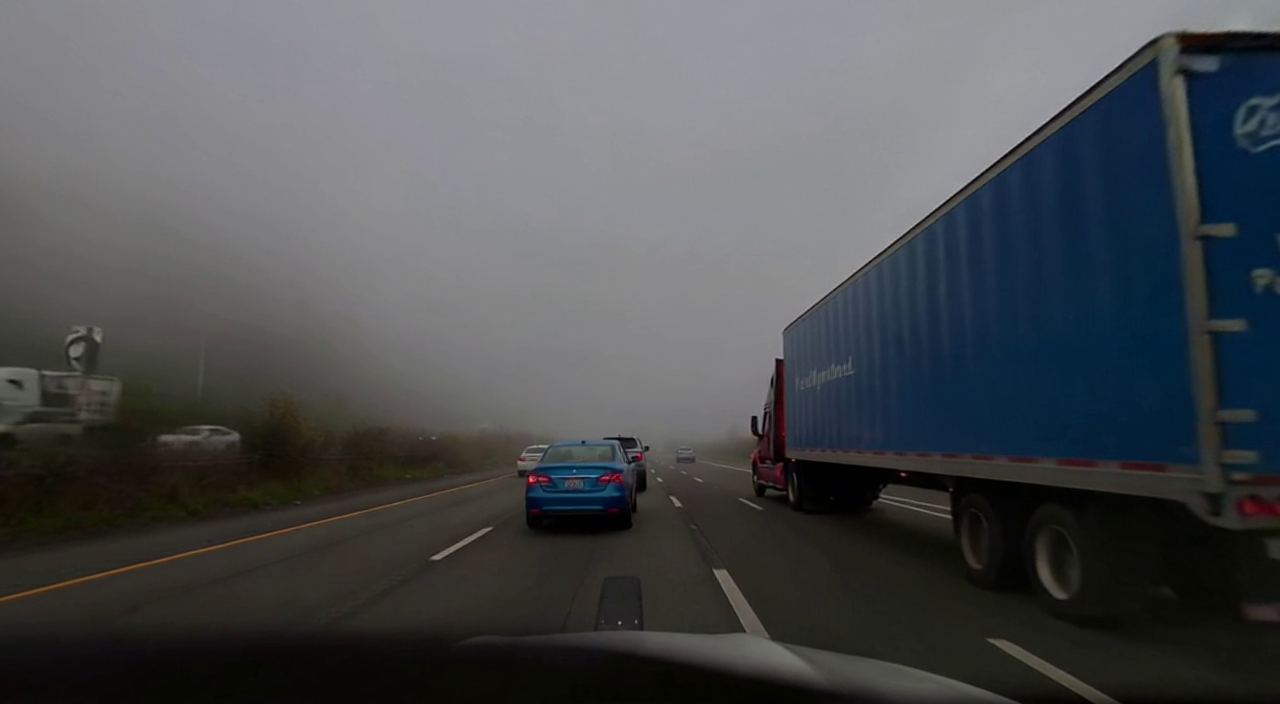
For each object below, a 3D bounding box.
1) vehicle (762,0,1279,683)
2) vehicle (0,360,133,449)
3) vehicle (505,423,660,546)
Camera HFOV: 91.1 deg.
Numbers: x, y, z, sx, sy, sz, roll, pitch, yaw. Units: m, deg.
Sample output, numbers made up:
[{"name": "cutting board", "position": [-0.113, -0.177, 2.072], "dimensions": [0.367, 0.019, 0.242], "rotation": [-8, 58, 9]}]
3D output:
[{"name": "vehicle", "position": [4.884, 0.845, 10.471], "dimensions": [2.825, 4.043, 14.051], "rotation": [0, -9, 0]}, {"name": "vehicle", "position": [-25.969, 2.353, 26.211], "dimensions": [2.720, 3.331, 8.732], "rotation": [0, -9, -4]}, {"name": "vehicle", "position": [-0.743, 2.035, 10.186], "dimensions": [2.038, 1.582, 3.729], "rotation": [0, -9, 0]}]
